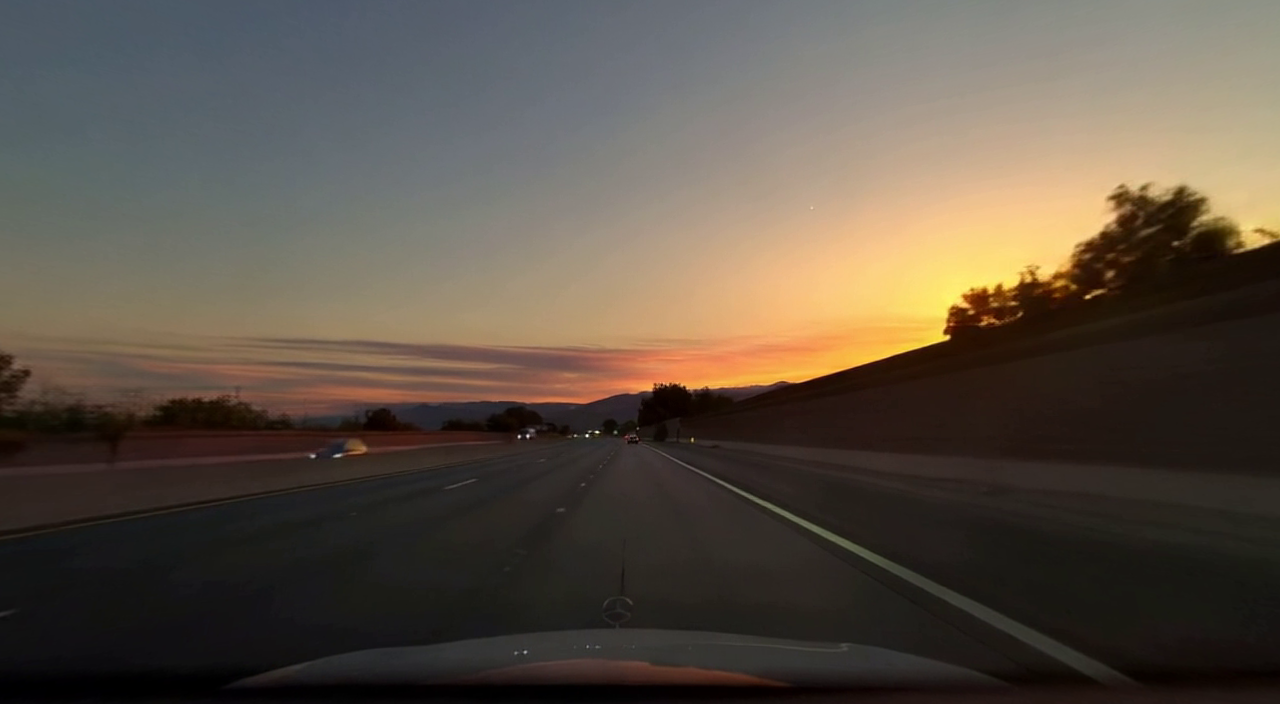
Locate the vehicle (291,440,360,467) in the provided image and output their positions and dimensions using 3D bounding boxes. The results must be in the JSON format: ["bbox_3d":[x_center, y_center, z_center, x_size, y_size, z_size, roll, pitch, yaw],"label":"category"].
[{"bbox_3d":[-19.272,6.214,38.818,1.920,1.541,4.610,0,-8,-1],"label":"vehicle"}]
